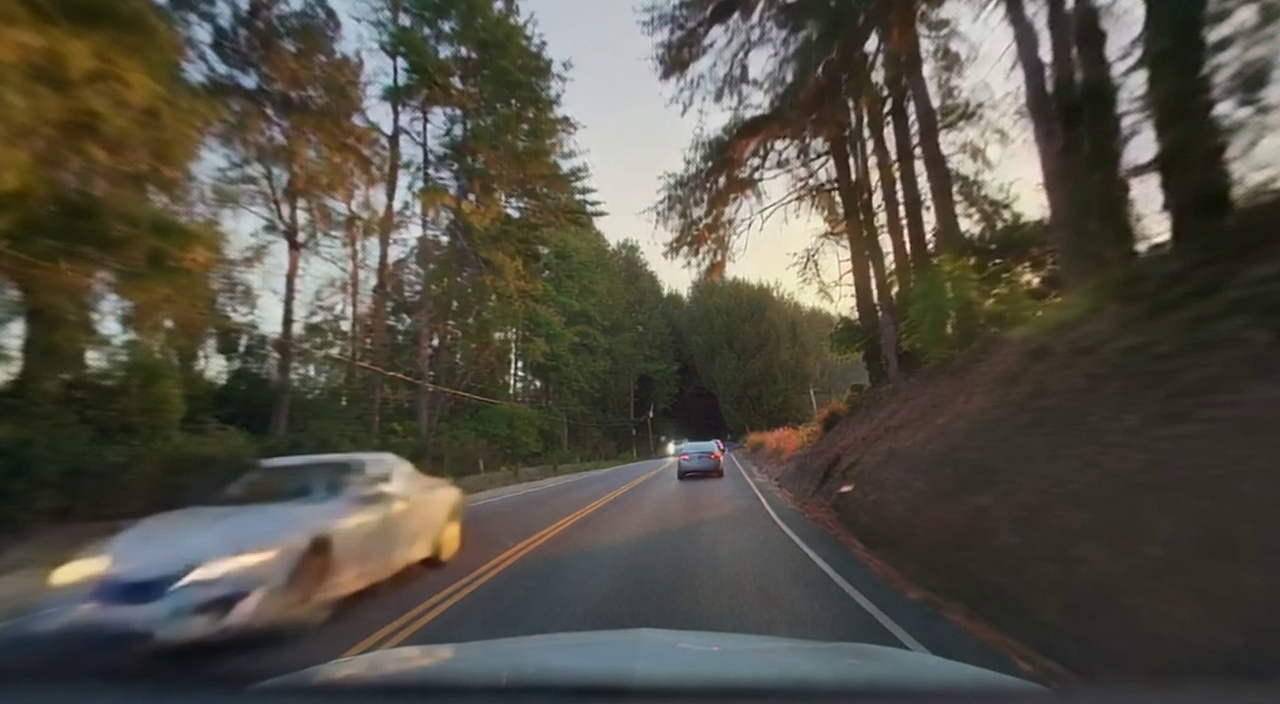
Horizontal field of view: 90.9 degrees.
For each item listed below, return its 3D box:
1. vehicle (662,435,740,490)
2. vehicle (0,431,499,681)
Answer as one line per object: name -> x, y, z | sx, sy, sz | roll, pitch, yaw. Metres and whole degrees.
vehicle -> 2.015, 3.574, 20.785 | 2.274, 1.583, 4.349 | -1, -9, 6
vehicle -> -3.084, 1.643, 6.295 | 2.143, 1.586, 4.238 | 0, -9, 3
